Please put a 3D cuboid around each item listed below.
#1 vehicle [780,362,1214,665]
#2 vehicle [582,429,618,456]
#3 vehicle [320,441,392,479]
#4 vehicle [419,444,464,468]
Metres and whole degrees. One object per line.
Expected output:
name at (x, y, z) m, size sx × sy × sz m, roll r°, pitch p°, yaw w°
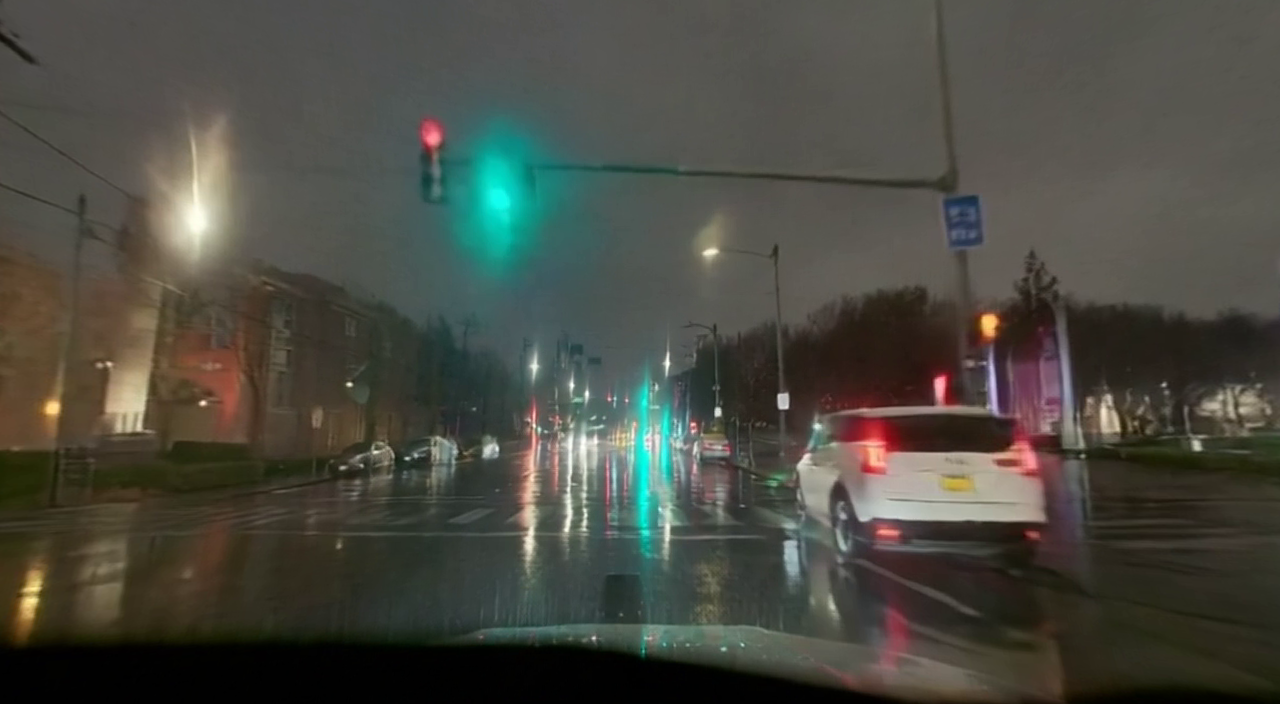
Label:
vehicle at (3.086, 1.456, 7.058) m, size 2.074 × 2.041 × 5.045 m, roll 2°, pitch -8°, yaw 2°
vehicle at (-2.914, 6.766, 47.380) m, size 2.293 × 1.936 × 4.737 m, roll 0°, pitch -8°, yaw 1°
vehicle at (-15.033, 5.724, 33.760) m, size 1.978 × 1.819 × 4.477 m, roll -2°, pitch -9°, yaw -3°
vehicle at (-15.282, 7.984, 48.928) m, size 2.076 × 1.672 × 4.499 m, roll -2°, pitch -8°, yaw 0°
